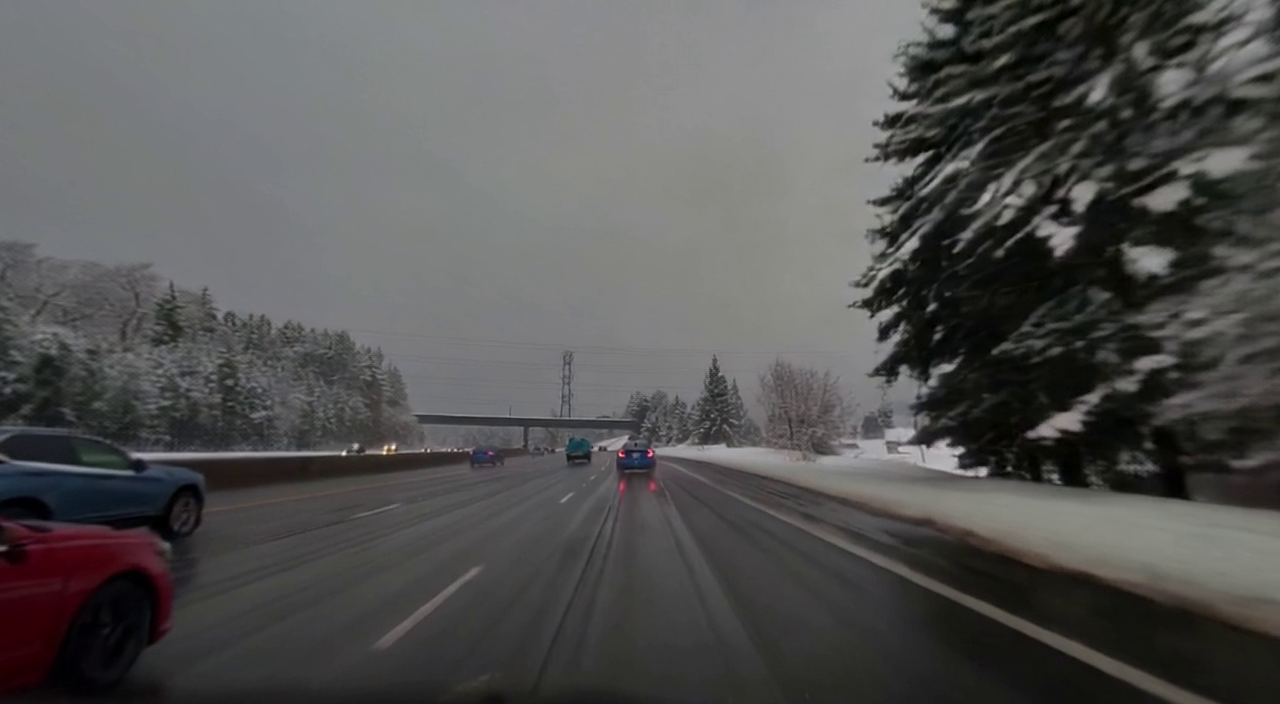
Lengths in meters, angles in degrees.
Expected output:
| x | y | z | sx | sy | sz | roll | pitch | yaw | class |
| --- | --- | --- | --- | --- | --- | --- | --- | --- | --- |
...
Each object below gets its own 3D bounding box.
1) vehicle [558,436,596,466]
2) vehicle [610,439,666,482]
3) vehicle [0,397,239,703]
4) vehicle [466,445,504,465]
| x | y | z | sx | sy | sz | roll | pitch | yaw | class |
| --- | --- | --- | --- | --- | --- | --- | --- | --- | --- |
| -3.965 | 6.313 | 40.175 | 2.174 | 1.806 | 3.932 | 1 | -9 | -3 | vehicle |
| -0.121 | 4.071 | 23.817 | 1.954 | 1.460 | 3.983 | 0 | -9 | -1 | vehicle |
| -3.746 | 0.832 | 1.862 | 2.035 | 1.514 | 4.600 | 0 | -9 | 0 | vehicle |
| -11.780 | 7.861 | 47.964 | 1.844 | 1.446 | 4.395 | 0 | -9 | -2 | vehicle |
